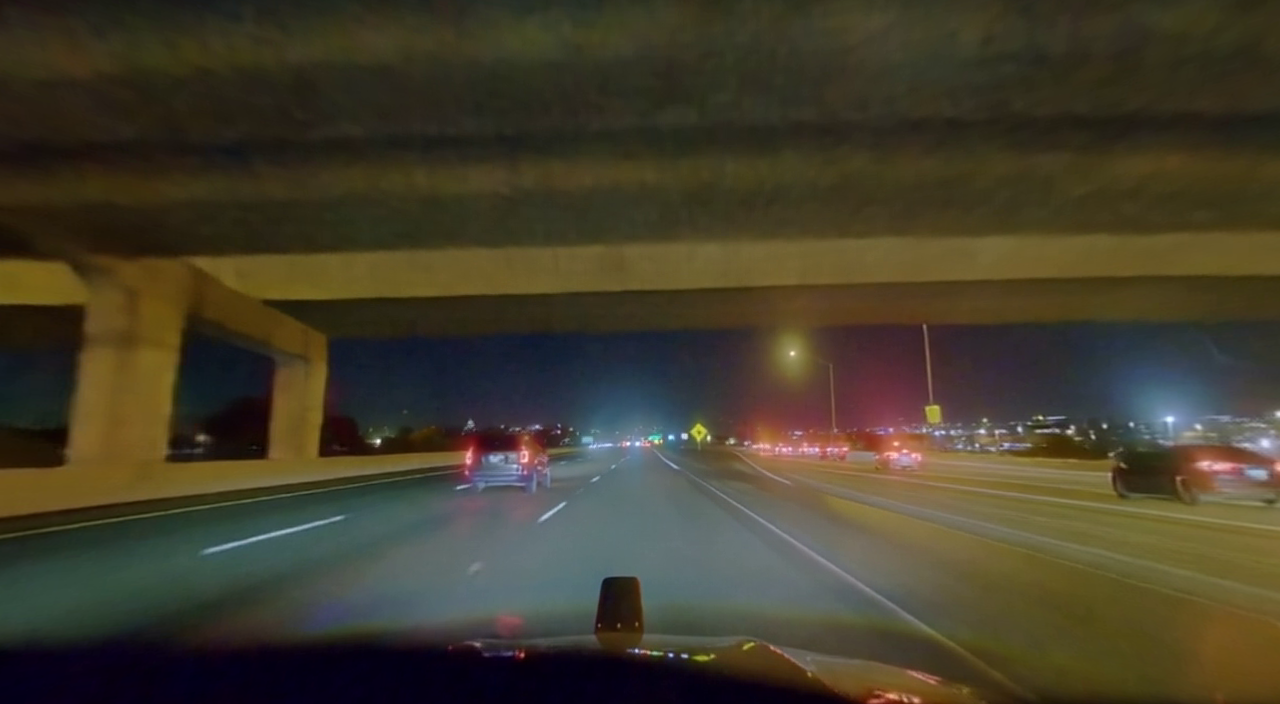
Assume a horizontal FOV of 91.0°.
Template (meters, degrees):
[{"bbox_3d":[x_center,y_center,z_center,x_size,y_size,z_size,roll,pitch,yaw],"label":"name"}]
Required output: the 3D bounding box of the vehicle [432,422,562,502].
[{"bbox_3d":[-3.427,2.760,16.198,2.203,1.734,4.600,0,-9,1],"label":"vehicle"}]
